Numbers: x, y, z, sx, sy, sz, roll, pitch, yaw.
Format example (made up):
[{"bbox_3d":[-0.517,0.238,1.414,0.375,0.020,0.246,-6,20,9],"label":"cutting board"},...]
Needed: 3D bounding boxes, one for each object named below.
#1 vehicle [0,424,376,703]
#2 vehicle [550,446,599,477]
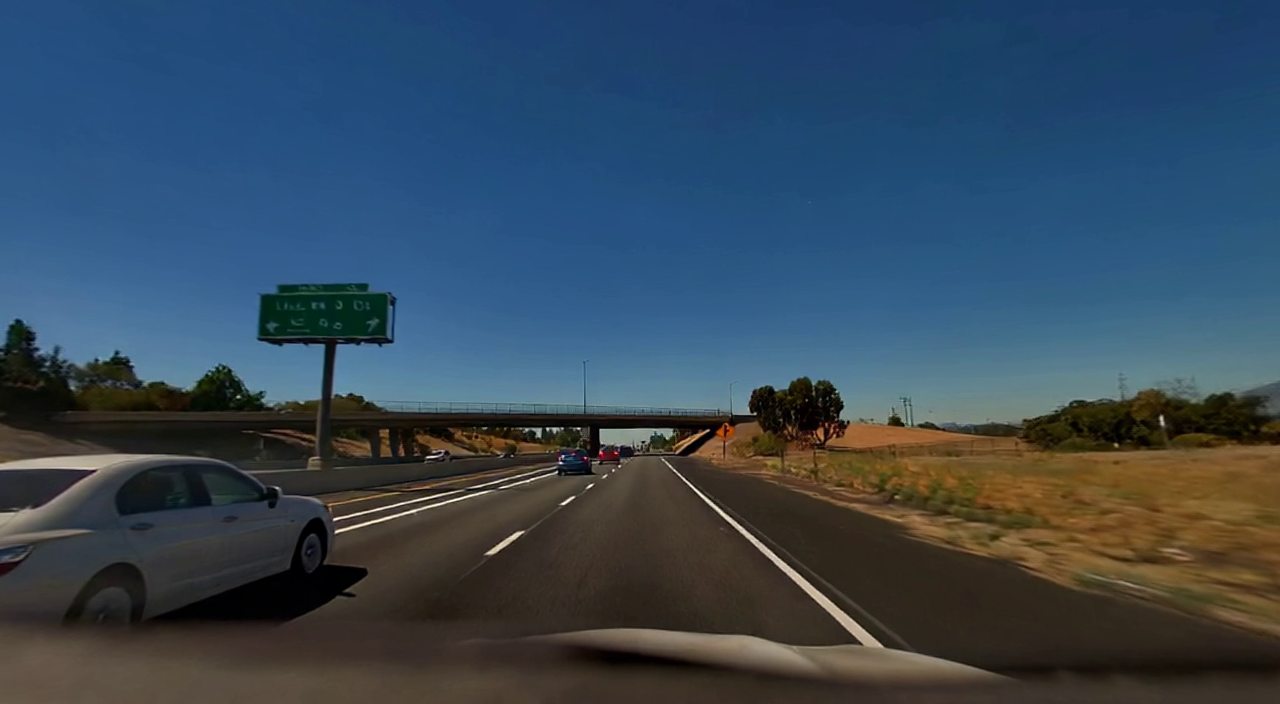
[{"bbox_3d":[-4.088,1.398,4.965,2.011,1.481,4.434,0,-9,1],"label":"vehicle"},{"bbox_3d":[-3.477,5.915,34.271,2.044,1.527,4.607,0,-9,1],"label":"vehicle"}]
